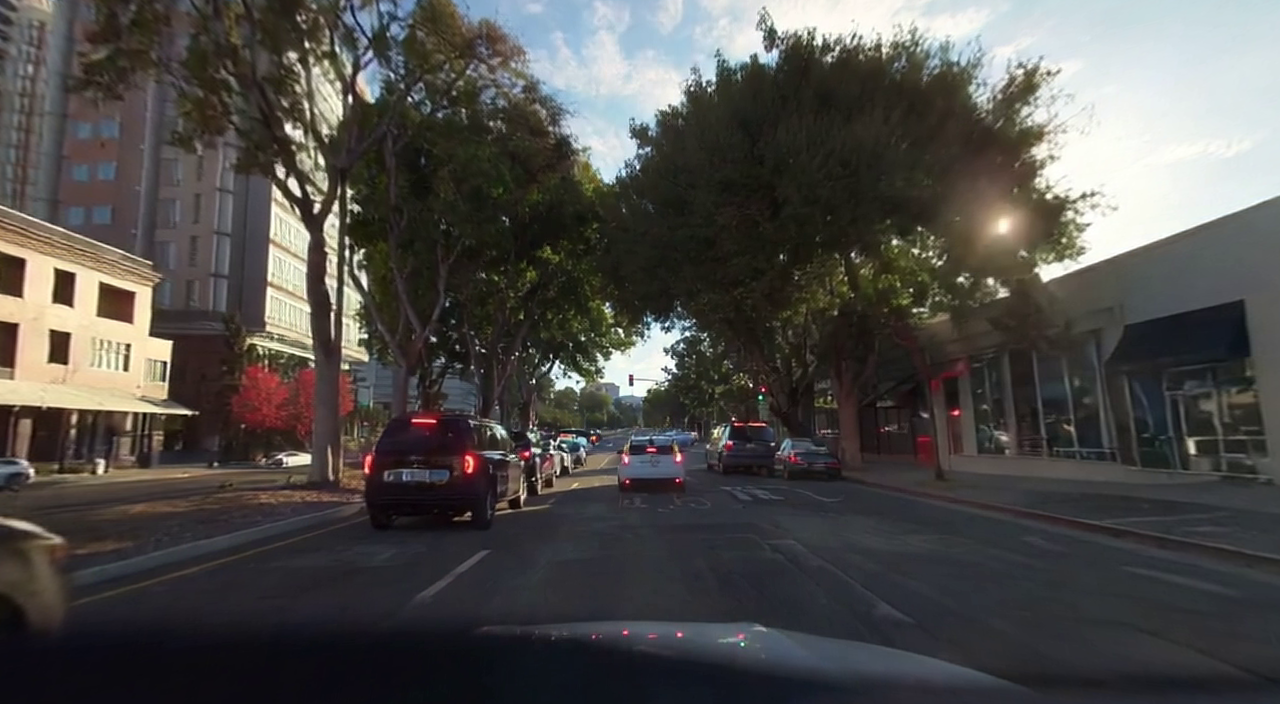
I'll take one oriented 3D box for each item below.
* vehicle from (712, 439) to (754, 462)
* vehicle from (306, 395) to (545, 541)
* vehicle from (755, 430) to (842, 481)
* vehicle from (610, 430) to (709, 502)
[{"bbox_3d":[6.346,6.810,43.640,1.986,1.477,4.510,0,-9,-2],"label":"vehicle"},{"bbox_3d":[-3.277,1.928,11.006,2.487,1.978,4.628,0,-9,1],"label":"vehicle"},{"bbox_3d":[6.418,4.260,26.220,2.300,1.903,4.579,0,-9,-1],"label":"vehicle"},{"bbox_3d":[0.353,2.859,16.199,2.201,1.589,3.843,0,-9,-3],"label":"vehicle"}]
